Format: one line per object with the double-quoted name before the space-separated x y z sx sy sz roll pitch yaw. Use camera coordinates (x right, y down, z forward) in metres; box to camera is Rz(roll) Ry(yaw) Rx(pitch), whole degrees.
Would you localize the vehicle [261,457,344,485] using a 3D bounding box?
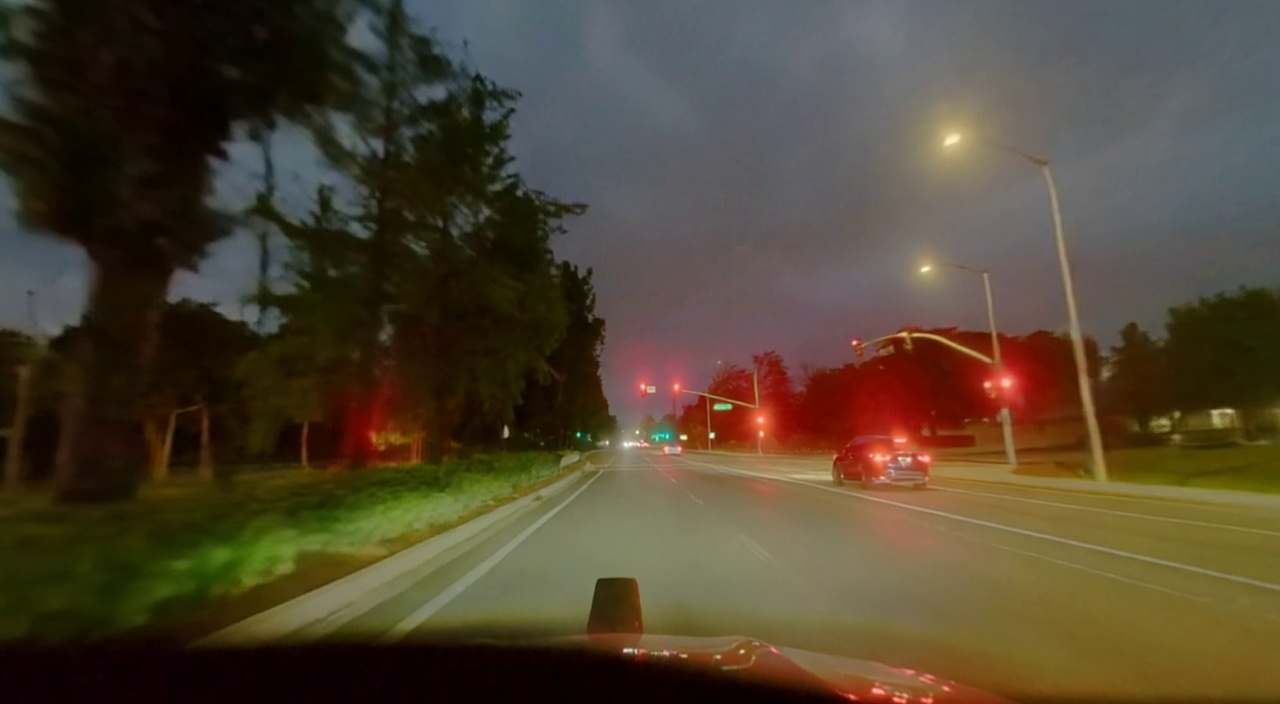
"vehicle" -18.997 6.729 35.821 2.637 1.401 3.741 1 -9 0
